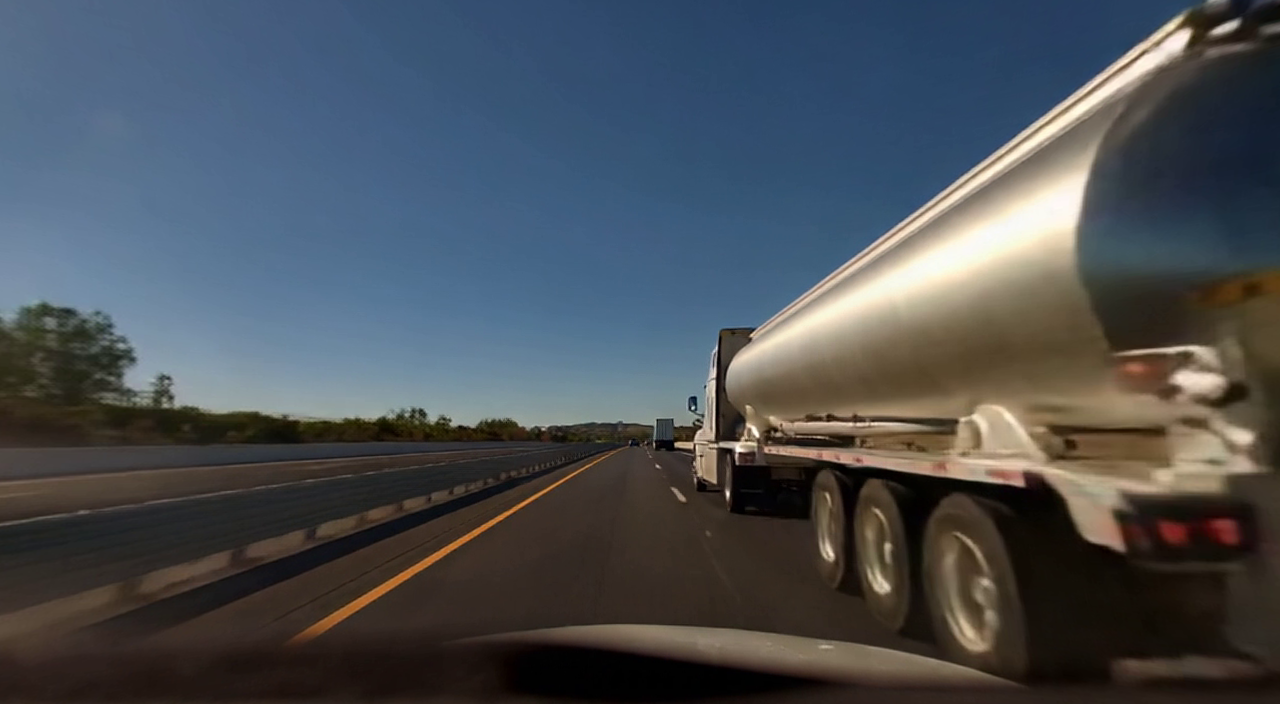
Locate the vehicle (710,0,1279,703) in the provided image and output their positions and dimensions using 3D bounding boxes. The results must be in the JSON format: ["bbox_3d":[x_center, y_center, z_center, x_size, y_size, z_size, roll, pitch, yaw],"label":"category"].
[{"bbox_3d":[3.077,0.618,8.113,2.946,3.745,11.516,1,-8,-1],"label":"vehicle"}]
